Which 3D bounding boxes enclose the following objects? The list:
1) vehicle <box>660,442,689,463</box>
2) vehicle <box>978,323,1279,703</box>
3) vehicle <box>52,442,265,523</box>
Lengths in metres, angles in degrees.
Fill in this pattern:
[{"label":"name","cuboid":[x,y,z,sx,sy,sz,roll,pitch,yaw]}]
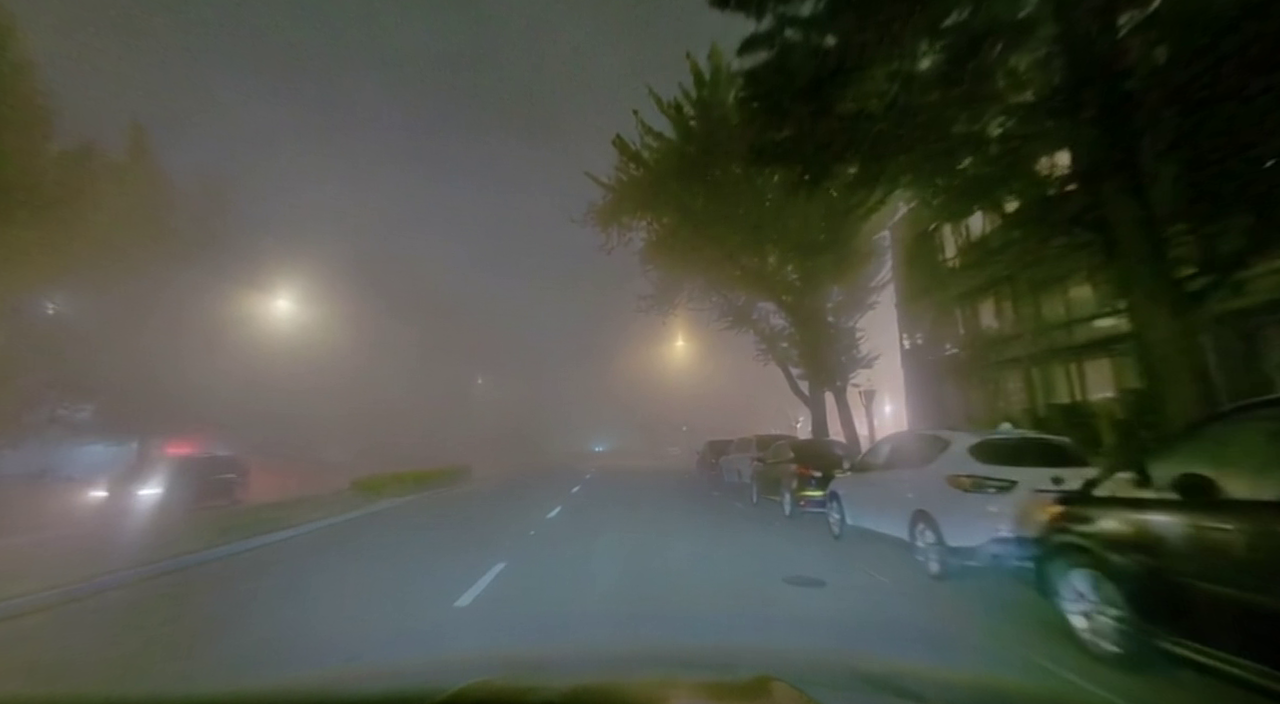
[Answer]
[{"label":"vehicle","cuboid":[2.555,7.613,47.915,1.924,1.492,4.587,0,-8,0]},{"label":"vehicle","cuboid":[3.907,0.755,2.405,2.129,1.853,5.275,1,-8,-3]},{"label":"vehicle","cuboid":[-11.497,3.079,15.575,1.950,1.629,4.333,-2,-8,-2]}]
